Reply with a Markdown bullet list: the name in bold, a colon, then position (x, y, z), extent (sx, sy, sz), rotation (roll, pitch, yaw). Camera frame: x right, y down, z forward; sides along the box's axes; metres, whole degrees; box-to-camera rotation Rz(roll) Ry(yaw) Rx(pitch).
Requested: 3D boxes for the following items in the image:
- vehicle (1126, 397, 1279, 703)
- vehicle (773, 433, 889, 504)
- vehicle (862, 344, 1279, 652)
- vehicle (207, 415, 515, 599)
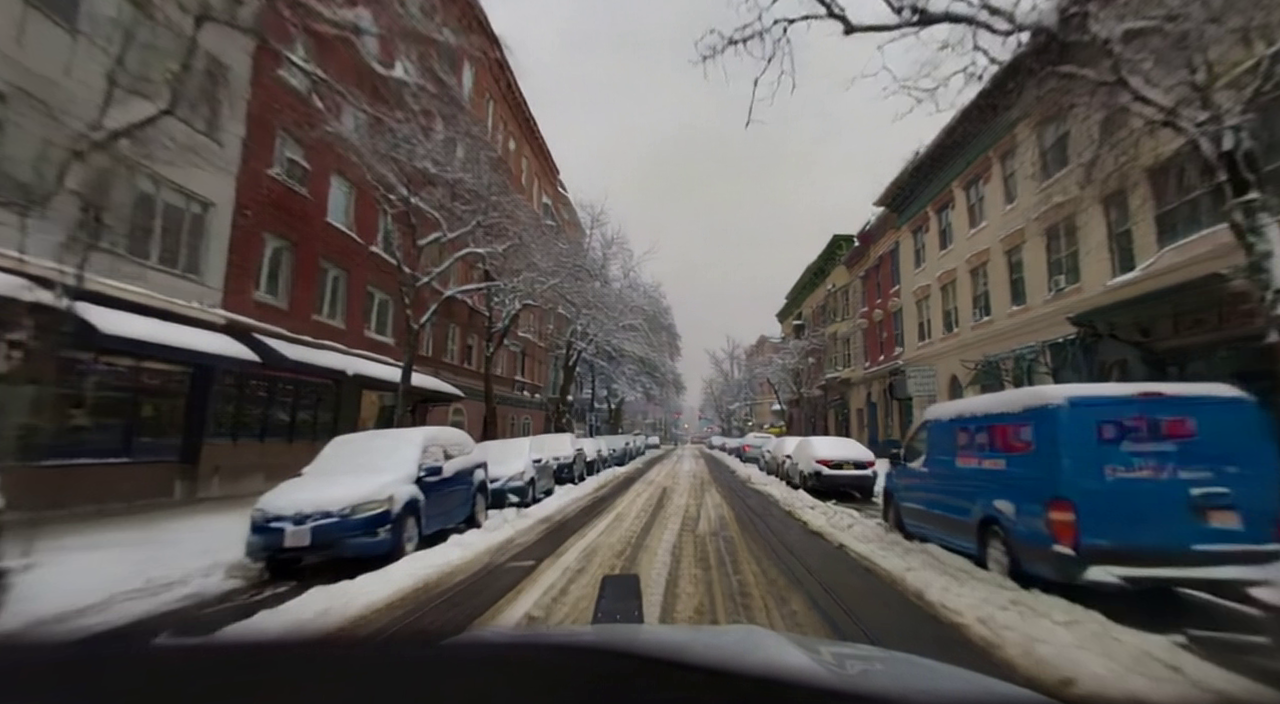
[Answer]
- **vehicle**: position (3.758, 0.765, 1.381), extent (1.834, 1.508, 4.743), rotation (-1, -7, 4)
- **vehicle**: position (4.623, 2.825, 15.847), extent (1.896, 1.549, 3.845), rotation (-1, -7, 4)
- **vehicle**: position (4.224, 1.267, 6.662), extent (2.186, 2.024, 4.901), rotation (-1, -7, 3)
- **vehicle**: position (-2.984, 1.628, 7.820), extent (1.867, 1.519, 3.920), rotation (1, -4, 3)
